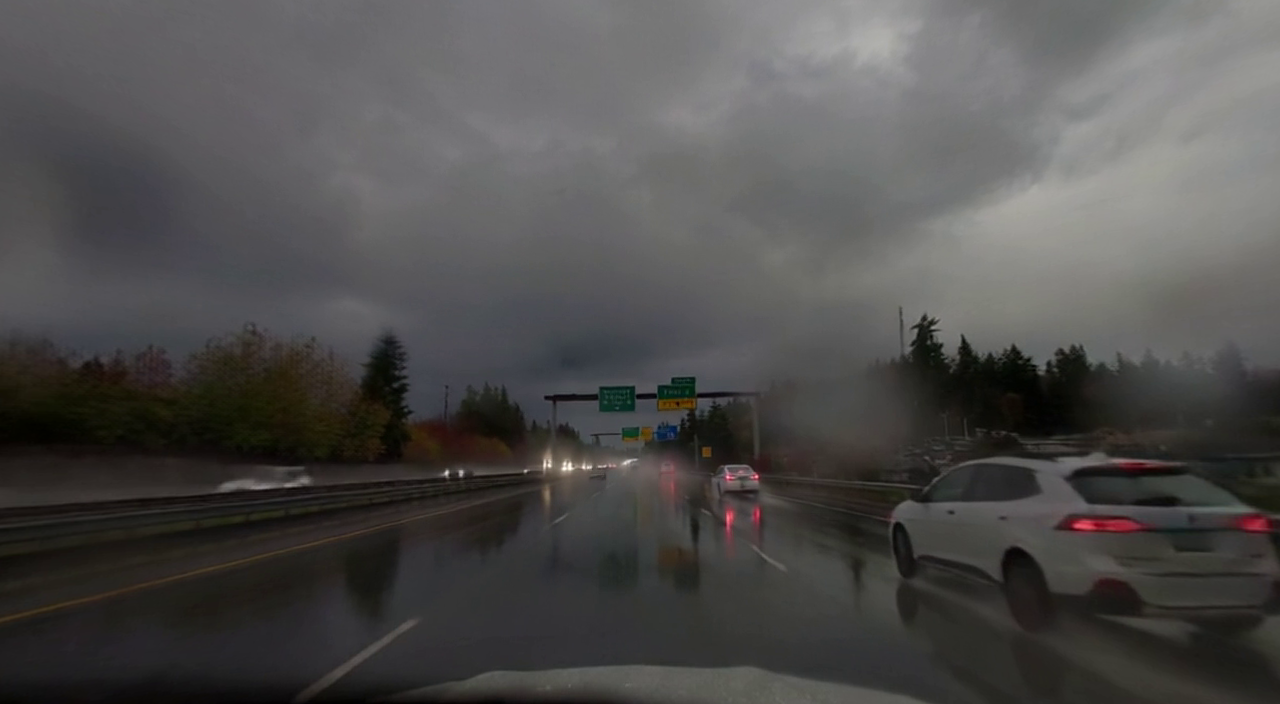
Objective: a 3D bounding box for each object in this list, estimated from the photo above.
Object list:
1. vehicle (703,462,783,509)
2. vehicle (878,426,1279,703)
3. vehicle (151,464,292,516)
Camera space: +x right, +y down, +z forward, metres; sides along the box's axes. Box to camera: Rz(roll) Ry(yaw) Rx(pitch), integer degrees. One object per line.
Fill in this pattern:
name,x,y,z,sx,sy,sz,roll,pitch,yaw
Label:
vehicle,3.600,4.802,22.934,2.051,1.472,4.547,1,-10,-1
vehicle,4.070,1.615,5.572,2.010,1.579,4.679,1,-10,-1
vehicle,-12.996,4.281,19.858,1.893,1.440,3.550,0,-10,1
